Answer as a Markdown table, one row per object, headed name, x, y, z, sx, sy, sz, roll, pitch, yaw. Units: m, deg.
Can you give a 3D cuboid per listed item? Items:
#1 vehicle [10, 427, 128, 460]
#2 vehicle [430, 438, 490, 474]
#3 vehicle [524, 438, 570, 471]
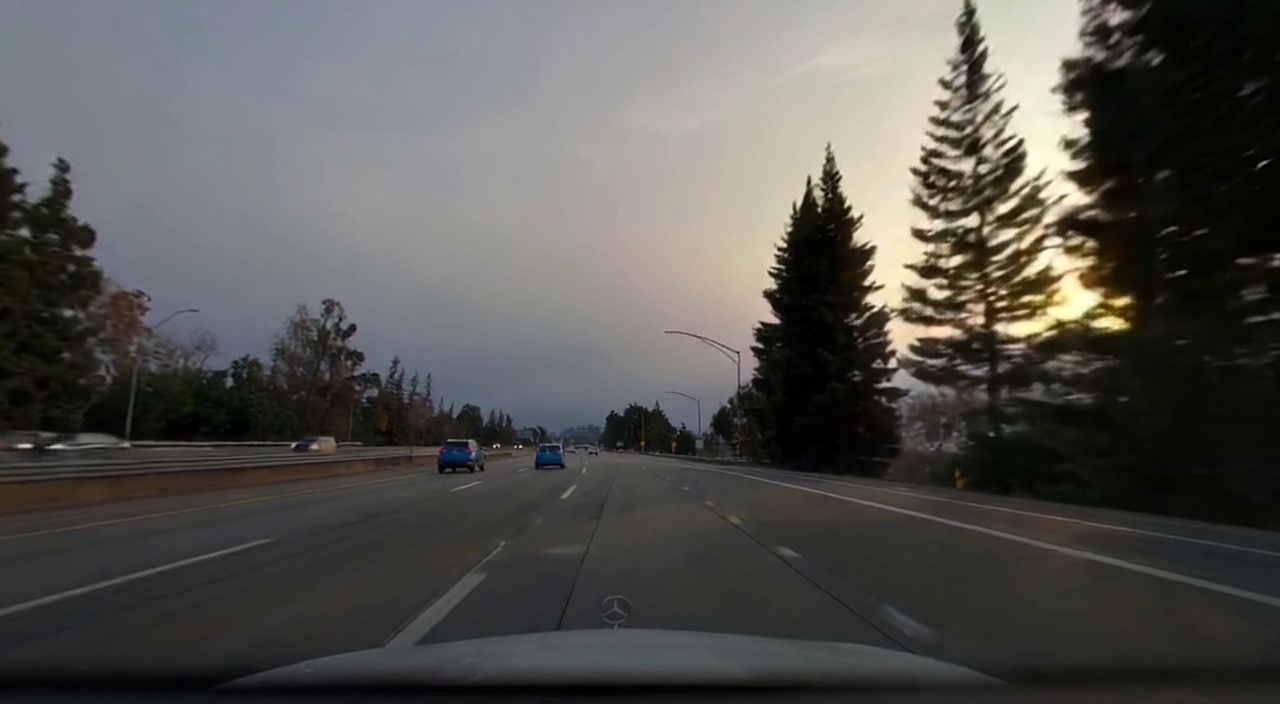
| name | x | y | z | sx | sy | sz | roll | pitch | yaw |
| --- | --- | --- | --- | --- | --- | --- | --- | --- | --- |
| vehicle | -30.047 | 4.886 | 33.487 | 1.935 | 1.624 | 4.829 | 0 | -9 | -3 |
| vehicle | -9.277 | 5.396 | 32.934 | 2.016 | 1.711 | 4.365 | 0 | -9 | -3 |
| vehicle | -5.272 | 5.874 | 36.256 | 2.146 | 1.766 | 4.502 | 0 | -9 | -3 |
